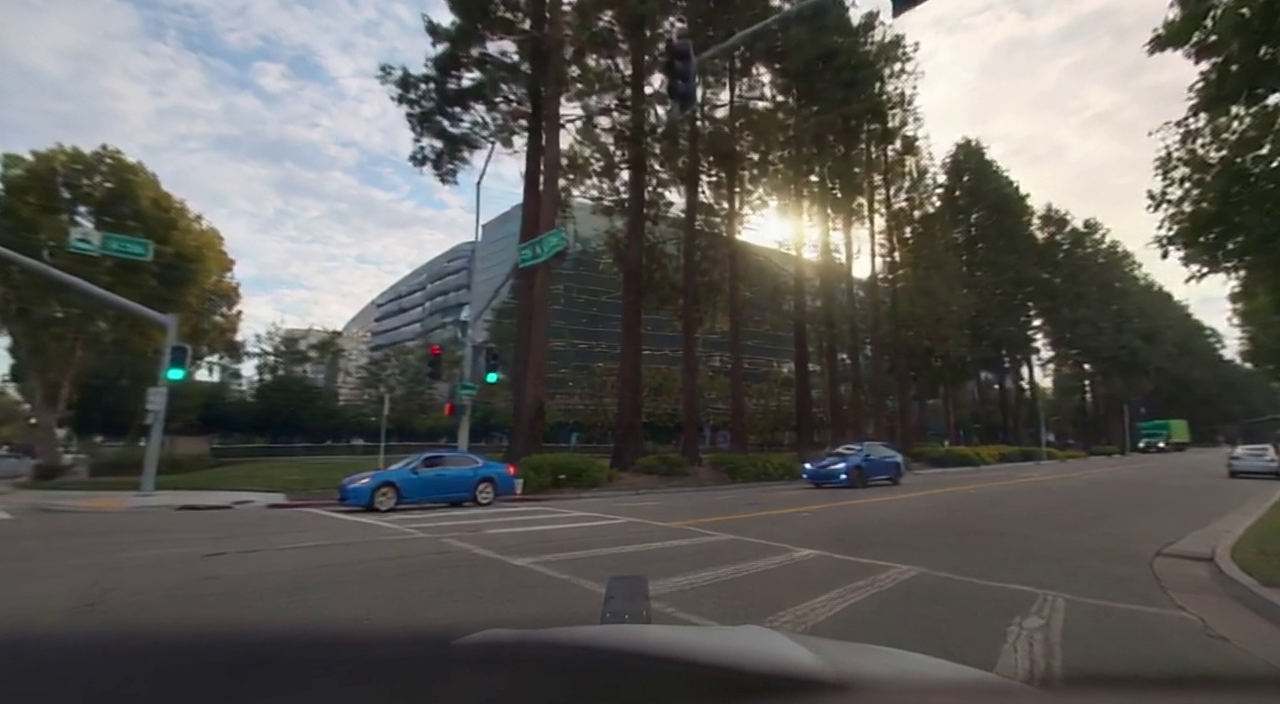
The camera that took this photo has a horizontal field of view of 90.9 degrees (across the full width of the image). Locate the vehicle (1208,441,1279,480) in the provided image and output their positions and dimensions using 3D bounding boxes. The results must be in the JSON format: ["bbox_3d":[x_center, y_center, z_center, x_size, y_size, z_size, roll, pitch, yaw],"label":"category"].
[{"bbox_3d":[26.206,4.636,27.122,4.389,1.509,2.098,8,-13,-43],"label":"vehicle"}]

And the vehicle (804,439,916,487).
[{"bbox_3d":[8.847,4.394,25.132,4.662,1.687,2.145,8,-13,-42],"label":"vehicle"}]

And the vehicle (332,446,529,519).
[{"bbox_3d":[-4.631,2.840,14.158,3.816,1.410,1.757,6,-11,-35],"label":"vehicle"}]
